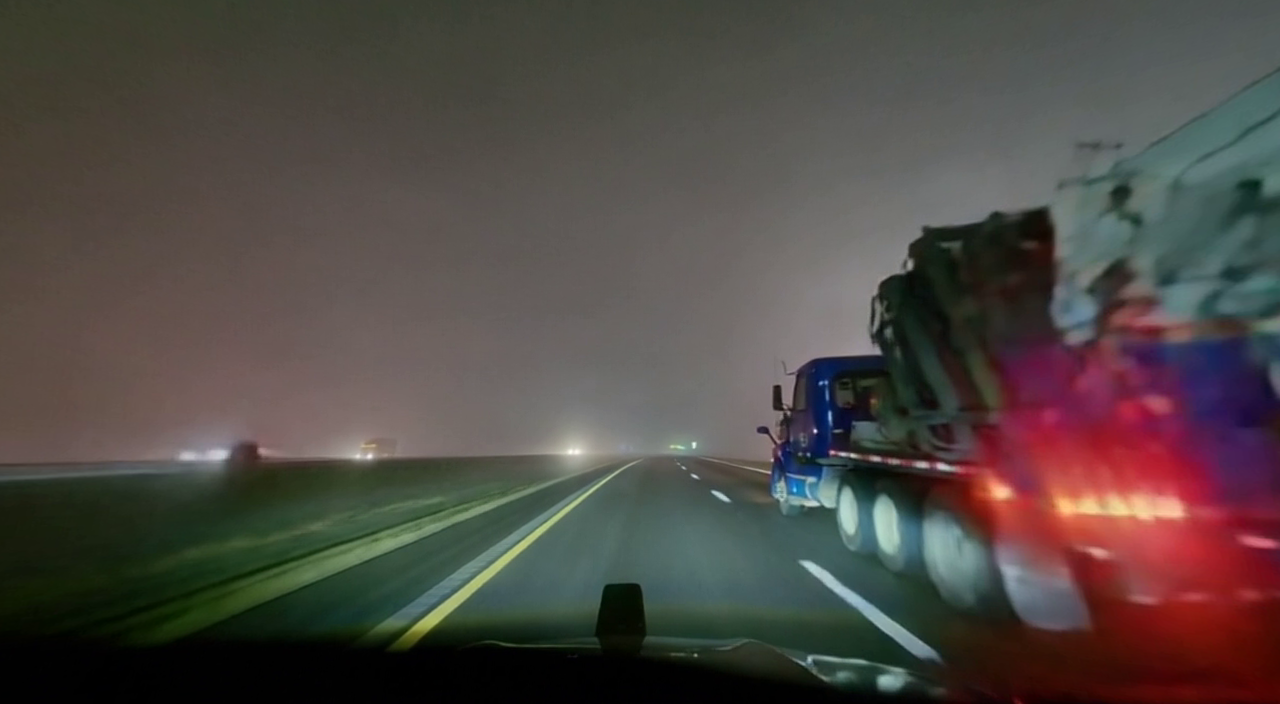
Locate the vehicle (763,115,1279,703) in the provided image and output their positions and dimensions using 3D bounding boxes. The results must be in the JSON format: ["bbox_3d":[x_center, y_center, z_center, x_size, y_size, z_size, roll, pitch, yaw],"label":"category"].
[{"bbox_3d":[3.978,0.957,7.447,3.342,2.931,9.266,0,-8,1],"label":"vehicle"}]
